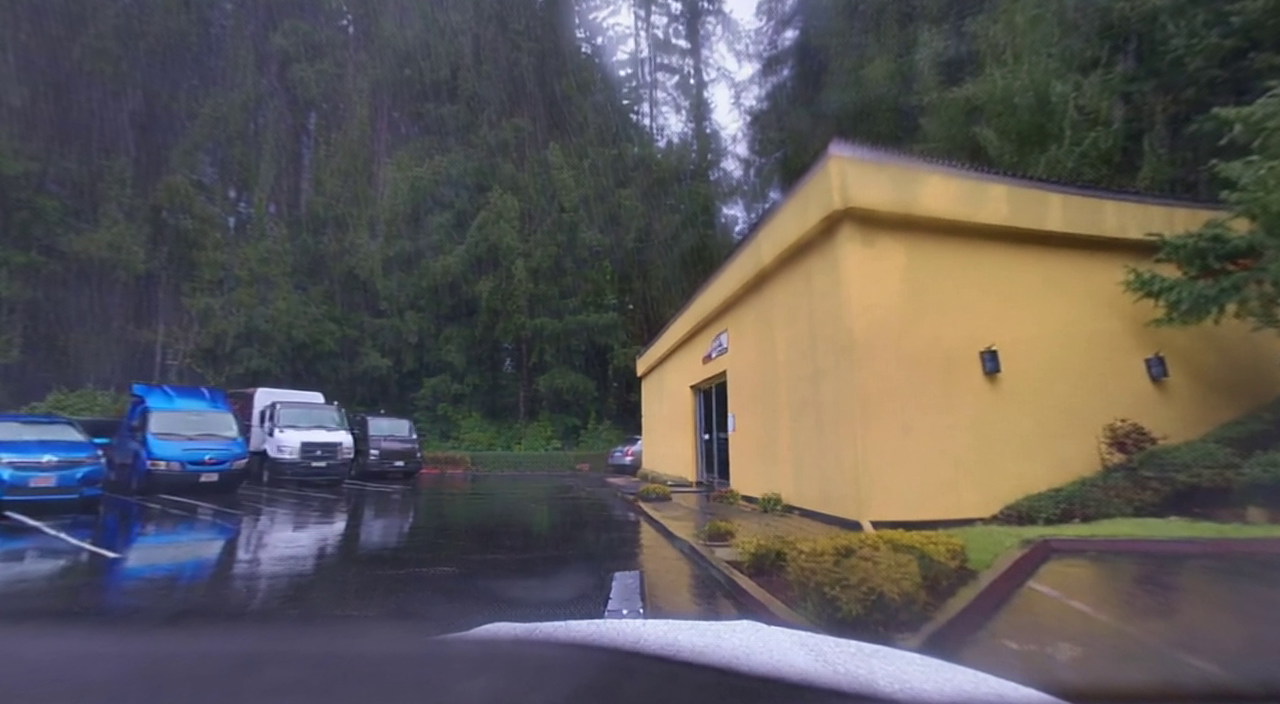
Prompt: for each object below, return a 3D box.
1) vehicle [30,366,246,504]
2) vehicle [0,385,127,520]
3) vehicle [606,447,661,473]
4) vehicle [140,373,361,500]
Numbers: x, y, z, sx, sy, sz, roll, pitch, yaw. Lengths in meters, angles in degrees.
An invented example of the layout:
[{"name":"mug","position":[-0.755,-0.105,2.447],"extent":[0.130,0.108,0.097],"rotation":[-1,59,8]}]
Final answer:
[{"name":"vehicle","position":[-18.250,3.059,22.481],"extent":[11.512,3.871,3.038],"rotation":[-7,-11,37]},{"name":"vehicle","position":[-16.966,2.721,17.094],"extent":[7.819,3.007,2.674],"rotation":[-7,-11,37]},{"name":"vehicle","position":[-0.356,6.697,39.145],"extent":[1.809,1.506,3.473],"rotation":[-6,-11,33]},{"name":"vehicle","position":[-15.825,3.445,25.002],"extent":[11.906,4.069,2.948],"rotation":[-7,-11,36]}]
